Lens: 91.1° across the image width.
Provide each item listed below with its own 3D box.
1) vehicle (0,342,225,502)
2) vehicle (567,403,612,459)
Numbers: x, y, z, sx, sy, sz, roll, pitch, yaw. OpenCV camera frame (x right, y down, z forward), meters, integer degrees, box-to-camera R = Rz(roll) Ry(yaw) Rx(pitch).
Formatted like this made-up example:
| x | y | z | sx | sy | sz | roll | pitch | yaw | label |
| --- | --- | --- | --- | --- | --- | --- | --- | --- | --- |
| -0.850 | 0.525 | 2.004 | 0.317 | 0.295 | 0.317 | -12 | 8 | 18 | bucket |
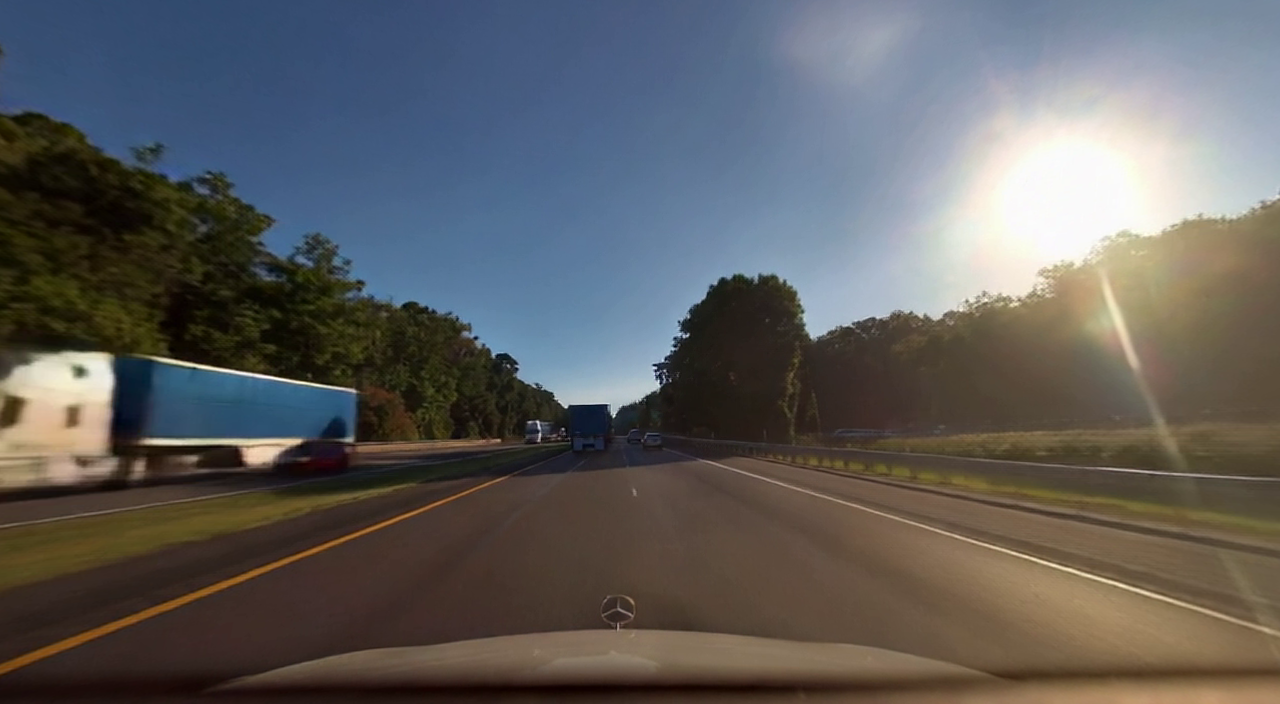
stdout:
| x | y | z | sx | sy | sz | roll | pitch | yaw | label |
| --- | --- | --- | --- | --- | --- | --- | --- | --- | --- |
| -15.479 | 2.063 | 18.166 | 2.952 | 3.869 | 5.852 | 0 | -8 | -3 | vehicle |
| -2.985 | 4.912 | 38.801 | 2.450 | 3.098 | 6.965 | 0 | -8 | -2 | vehicle |
